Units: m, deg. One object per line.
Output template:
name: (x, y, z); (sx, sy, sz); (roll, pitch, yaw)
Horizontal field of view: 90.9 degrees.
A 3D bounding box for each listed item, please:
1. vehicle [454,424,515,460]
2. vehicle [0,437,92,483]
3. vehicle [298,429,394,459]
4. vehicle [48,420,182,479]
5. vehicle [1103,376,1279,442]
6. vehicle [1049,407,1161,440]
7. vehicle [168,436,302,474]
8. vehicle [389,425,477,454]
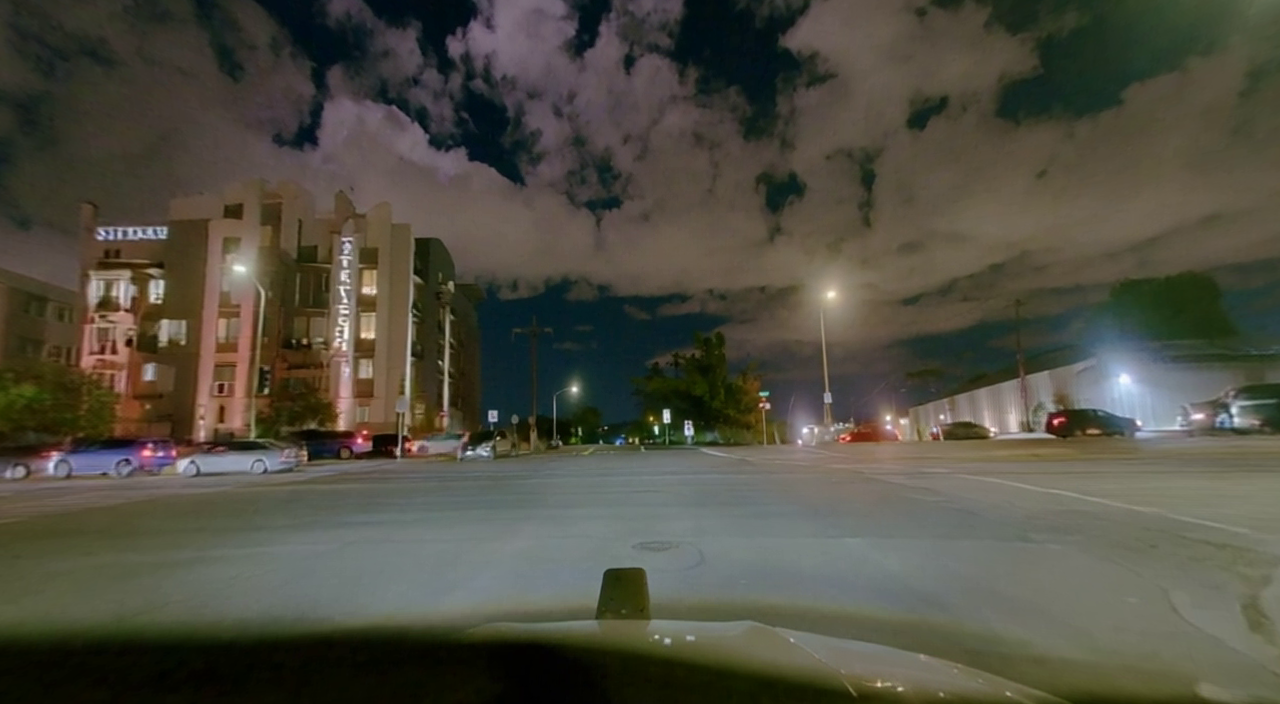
vehicle: (-7.987, 4.686, 32.910); (2.156, 1.620, 4.945); (3, -8, -4)
vehicle: (-25.847, 4.456, 26.131); (4.696, 1.801, 1.948); (-1, -9, 8)
vehicle: (-16.963, 5.346, 36.563); (2.010, 1.583, 4.582); (-6, -10, 35)
vehicle: (-21.294, 3.967, 25.672); (3.506, 2.261, 2.158); (-1, -9, 6)
vehicle: (33.867, 3.392, 37.321); (10.986, 3.604, 2.707); (0, -8, -5)
vehicle: (29.763, 4.594, 40.447); (5.277, 2.032, 2.408); (0, -7, -2)
vehicle: (-16.112, 4.113, 25.175); (4.233, 1.432, 1.755); (-1, -9, 7)
vehicle: (-14.733, 6.275, 45.177); (5.557, 1.934, 2.060); (0, -9, -2)
